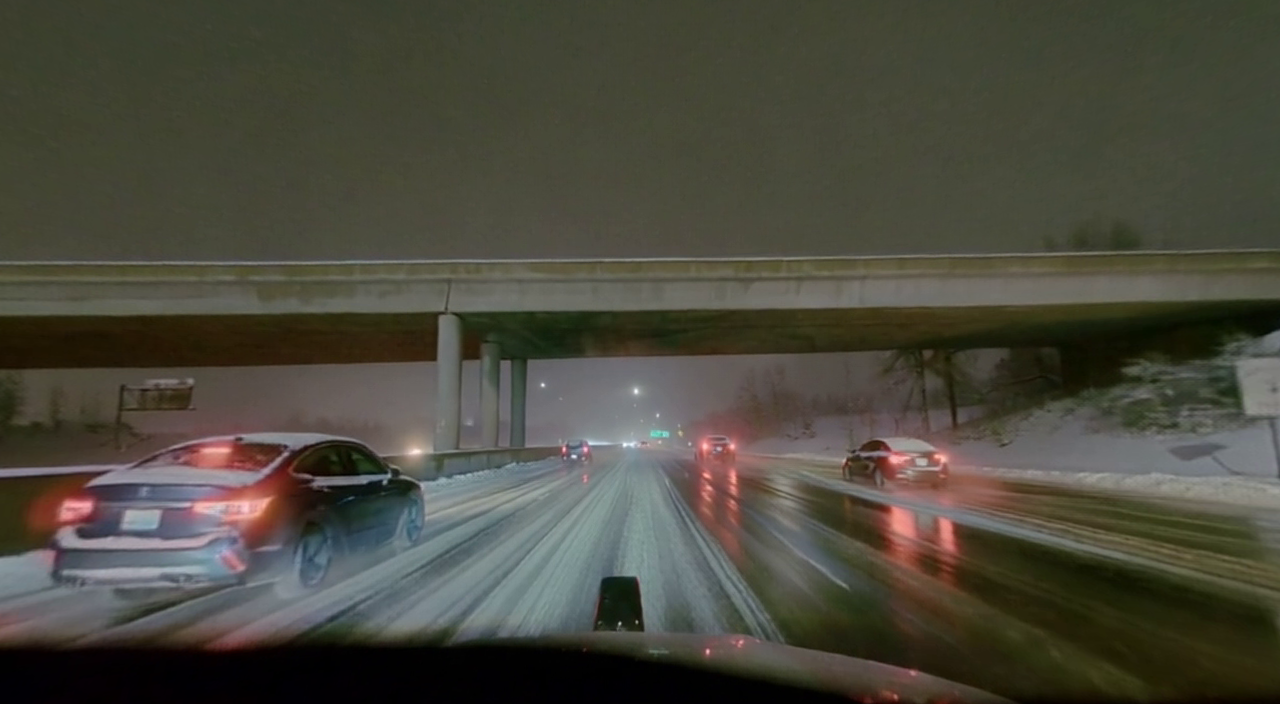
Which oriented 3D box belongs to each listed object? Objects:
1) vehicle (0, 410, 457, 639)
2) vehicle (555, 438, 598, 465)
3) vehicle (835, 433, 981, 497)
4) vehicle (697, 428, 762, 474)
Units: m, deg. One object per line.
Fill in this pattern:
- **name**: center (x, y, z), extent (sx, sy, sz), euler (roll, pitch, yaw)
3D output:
- **vehicle**: center (-3.611, 1.463, 6.508), extent (1.997, 1.476, 4.703), euler (0, -8, 1)
- **vehicle**: center (-3.674, 5.877, 37.358), extent (2.047, 1.464, 4.387), euler (0, -8, 1)
- **vehicle**: center (6.932, 2.952, 16.938), extent (1.989, 1.472, 4.322), euler (0, -8, -1)
- **vehicle**: center (3.623, 4.114, 26.383), extent (2.072, 1.761, 4.242), euler (0, -8, 0)
